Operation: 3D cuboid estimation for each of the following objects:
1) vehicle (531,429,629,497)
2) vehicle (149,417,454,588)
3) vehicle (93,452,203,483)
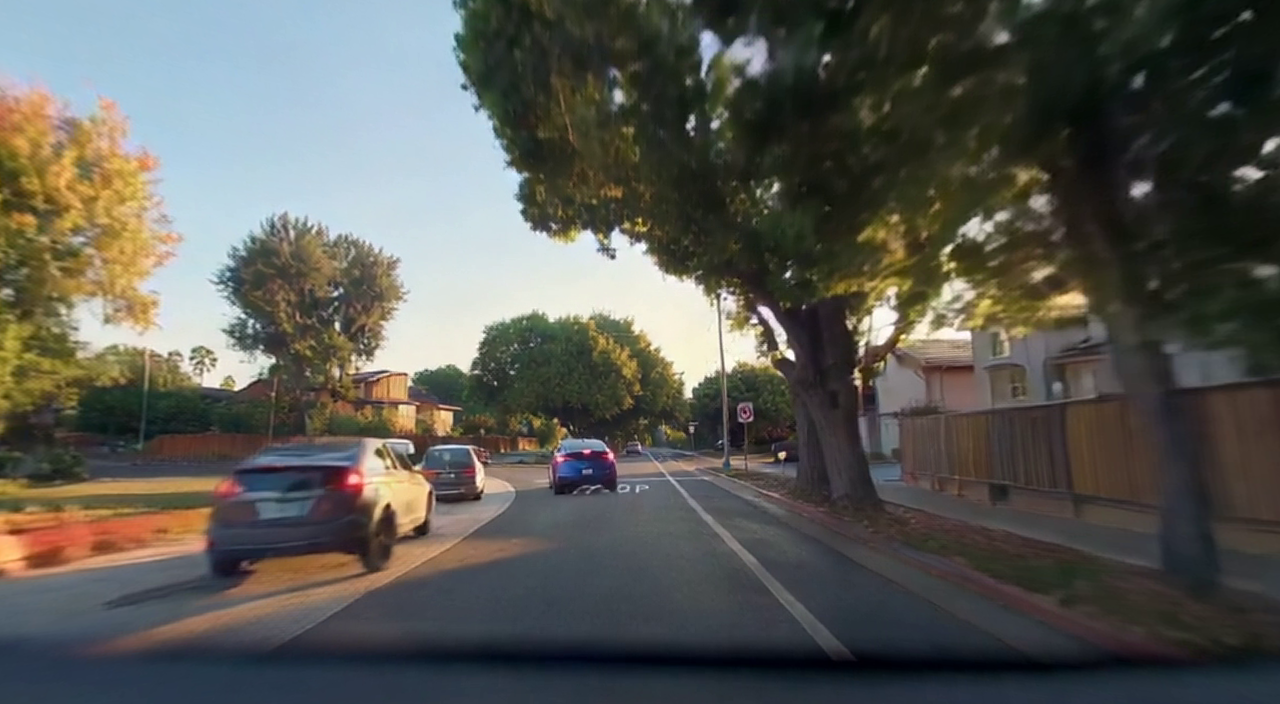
[{"bbox_3d":[-1.830,3.067,17.773,2.290,1.653,4.127,2,-8,-12],"label":"vehicle"},{"bbox_3d":[-3.738,1.685,7.867,1.986,1.561,3.805,1,-8,-6],"label":"vehicle"},{"bbox_3d":[-25.435,5.965,32.548,4.197,1.447,2.071,-1,-8,9],"label":"vehicle"}]
